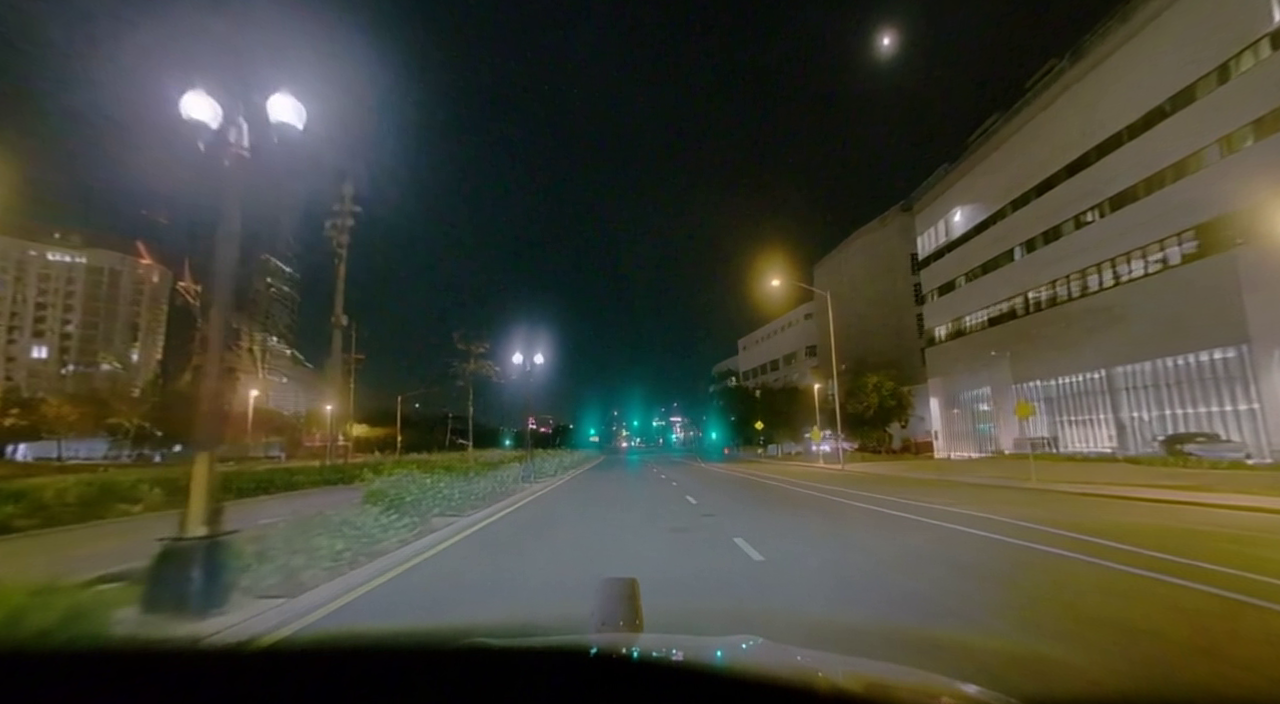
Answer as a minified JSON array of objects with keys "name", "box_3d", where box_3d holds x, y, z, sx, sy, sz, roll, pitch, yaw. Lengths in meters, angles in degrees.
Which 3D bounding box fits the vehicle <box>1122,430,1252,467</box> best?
[{"name":"vehicle","box_3d":[29.017,5.138,33.629,4.924,1.901,2.095,0,-9,-1]}]
